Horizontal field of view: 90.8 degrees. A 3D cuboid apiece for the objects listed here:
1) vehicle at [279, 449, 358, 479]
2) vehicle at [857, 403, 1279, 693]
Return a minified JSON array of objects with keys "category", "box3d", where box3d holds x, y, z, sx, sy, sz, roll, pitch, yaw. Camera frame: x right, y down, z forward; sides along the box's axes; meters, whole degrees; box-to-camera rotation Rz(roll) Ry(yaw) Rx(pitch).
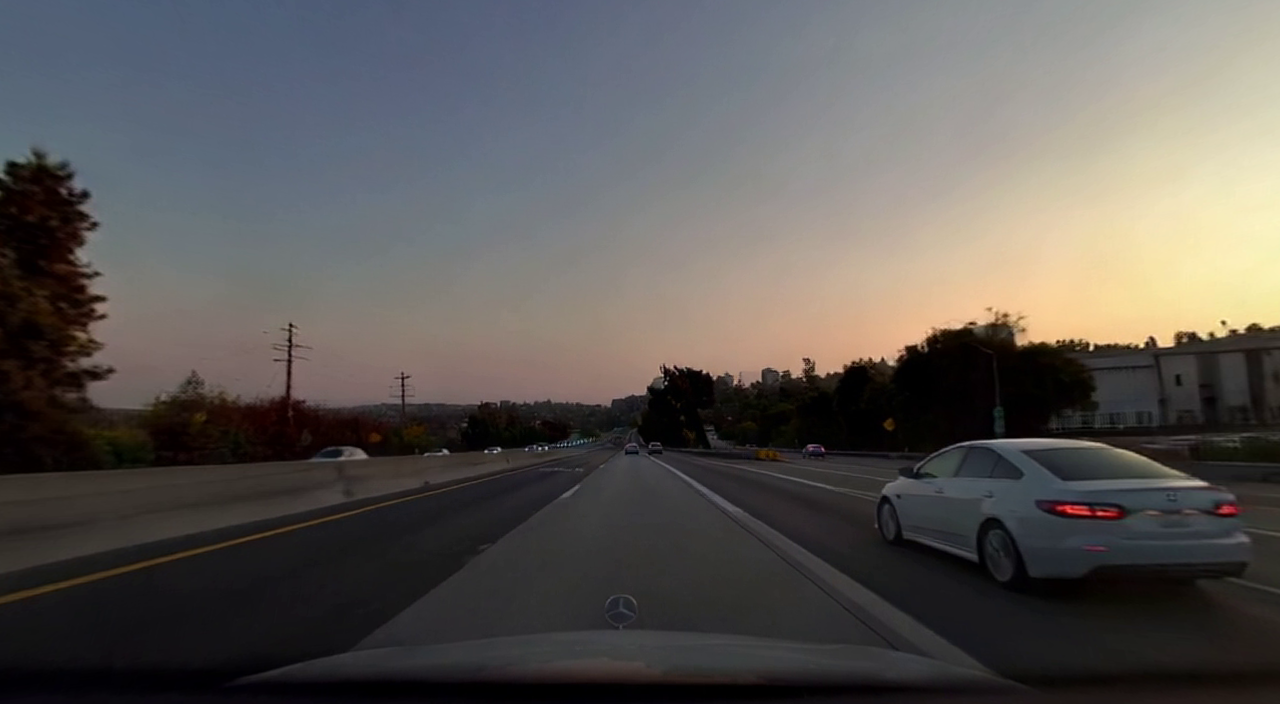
[{"category":"vehicle","box3d":[-14.546,5.055,28.824,1.620,1.198,3.811,0,-8,0]},{"category":"vehicle","box3d":[3.855,1.361,5.715,2.018,1.477,4.800,0,-8,-1]}]
